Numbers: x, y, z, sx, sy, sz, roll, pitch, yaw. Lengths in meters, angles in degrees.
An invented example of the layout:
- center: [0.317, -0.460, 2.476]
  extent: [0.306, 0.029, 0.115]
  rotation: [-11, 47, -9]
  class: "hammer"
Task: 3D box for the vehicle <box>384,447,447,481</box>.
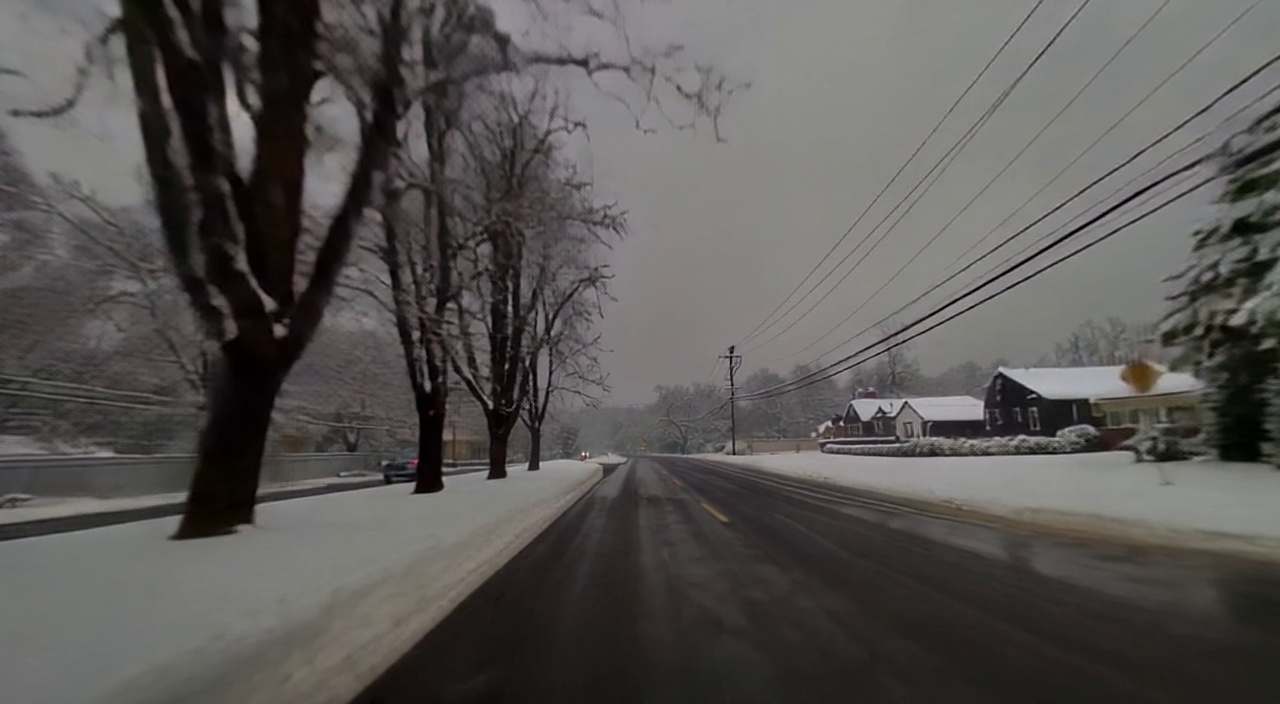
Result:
- center: [-13.503, 6.724, 38.361]
  extent: [2.112, 1.847, 4.765]
  rotation: [0, -8, -1]
  class: "vehicle"
